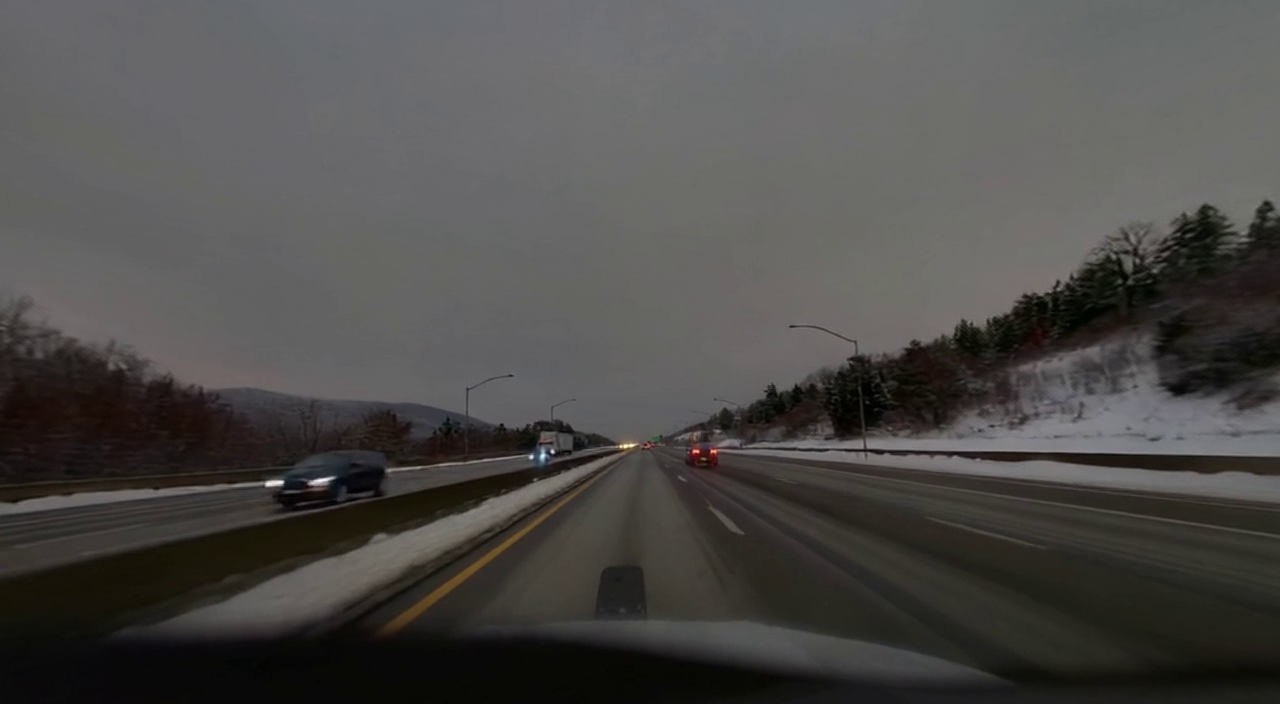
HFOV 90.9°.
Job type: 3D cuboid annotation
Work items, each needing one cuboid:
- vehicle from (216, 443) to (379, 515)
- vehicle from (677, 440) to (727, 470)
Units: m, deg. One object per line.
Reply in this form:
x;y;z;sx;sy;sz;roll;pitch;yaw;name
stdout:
-8.726;3.217;16.589;1.912;1.612;4.140;0;-8;1;vehicle
3.077;5.222;32.220;2.044;1.444;4.216;0;-8;-1;vehicle
